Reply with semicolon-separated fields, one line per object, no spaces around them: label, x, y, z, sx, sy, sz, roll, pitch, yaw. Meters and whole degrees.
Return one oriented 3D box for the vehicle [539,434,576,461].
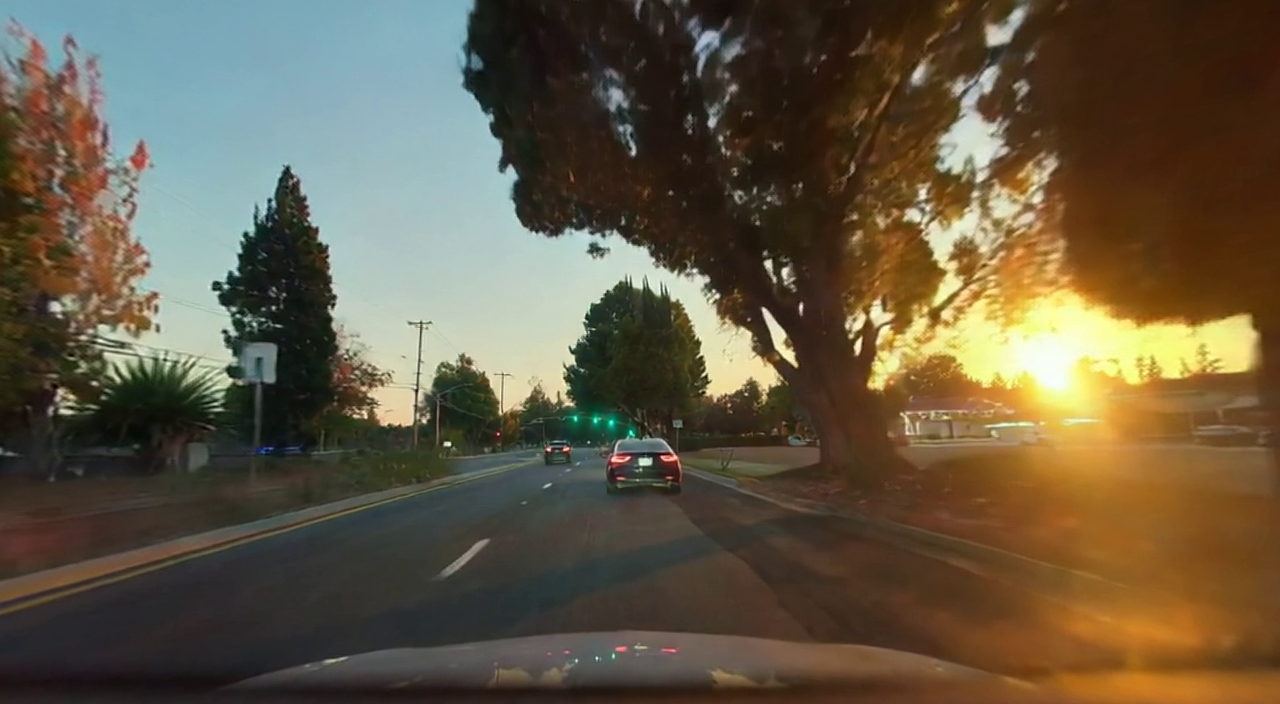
vehicle;-5.713;6.637;43.898;2.189;1.776;4.342;0;-8;-3

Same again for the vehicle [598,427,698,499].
vehicle;0.024;2.837;16.609;2.235;1.597;4.918;0;-8;-4

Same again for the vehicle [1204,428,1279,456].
vehicle;34.659;4.998;35.066;1.867;1.471;4.788;0;-8;-2
